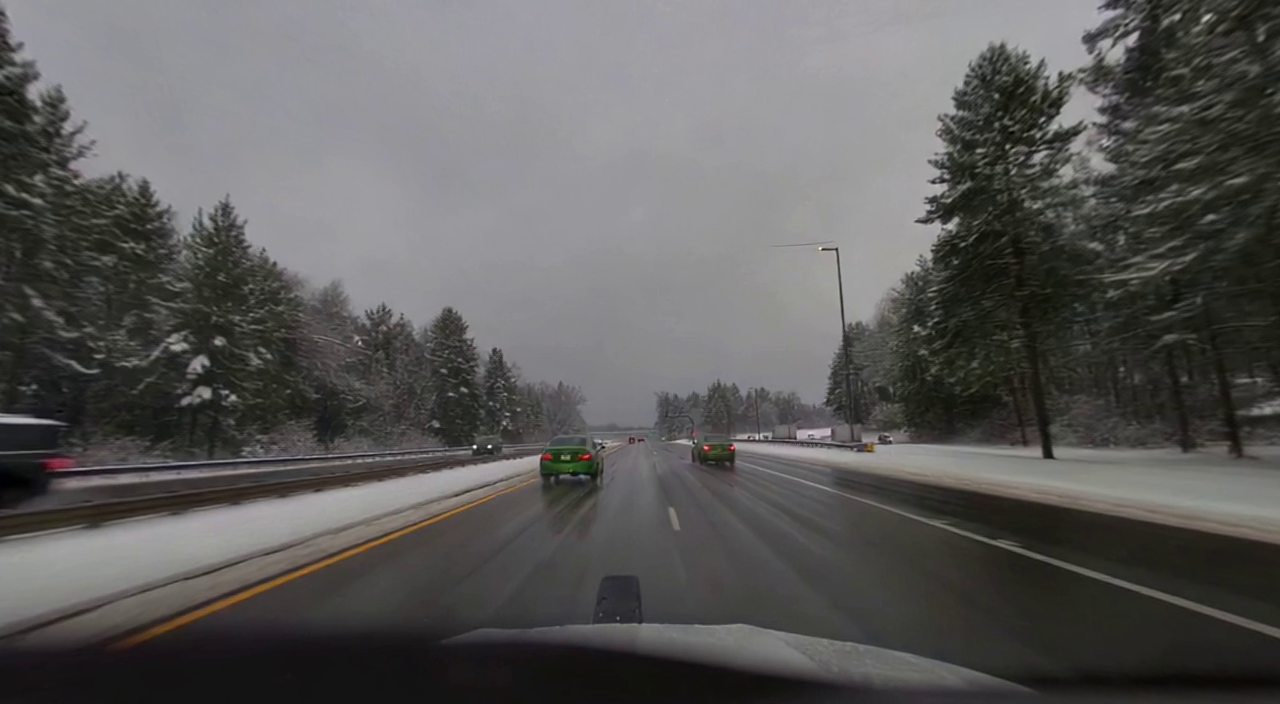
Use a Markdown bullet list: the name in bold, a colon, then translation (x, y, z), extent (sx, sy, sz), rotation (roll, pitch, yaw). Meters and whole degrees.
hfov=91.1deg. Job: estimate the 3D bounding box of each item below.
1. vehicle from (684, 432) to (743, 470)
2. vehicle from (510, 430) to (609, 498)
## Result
- **vehicle**: translation (3.062, 4.215, 27.040), extent (2.010, 1.508, 4.285), rotation (0, -8, 0)
- **vehicle**: translation (-1.838, 2.687, 15.565), extent (1.897, 1.479, 3.724), rotation (0, -8, 1)
